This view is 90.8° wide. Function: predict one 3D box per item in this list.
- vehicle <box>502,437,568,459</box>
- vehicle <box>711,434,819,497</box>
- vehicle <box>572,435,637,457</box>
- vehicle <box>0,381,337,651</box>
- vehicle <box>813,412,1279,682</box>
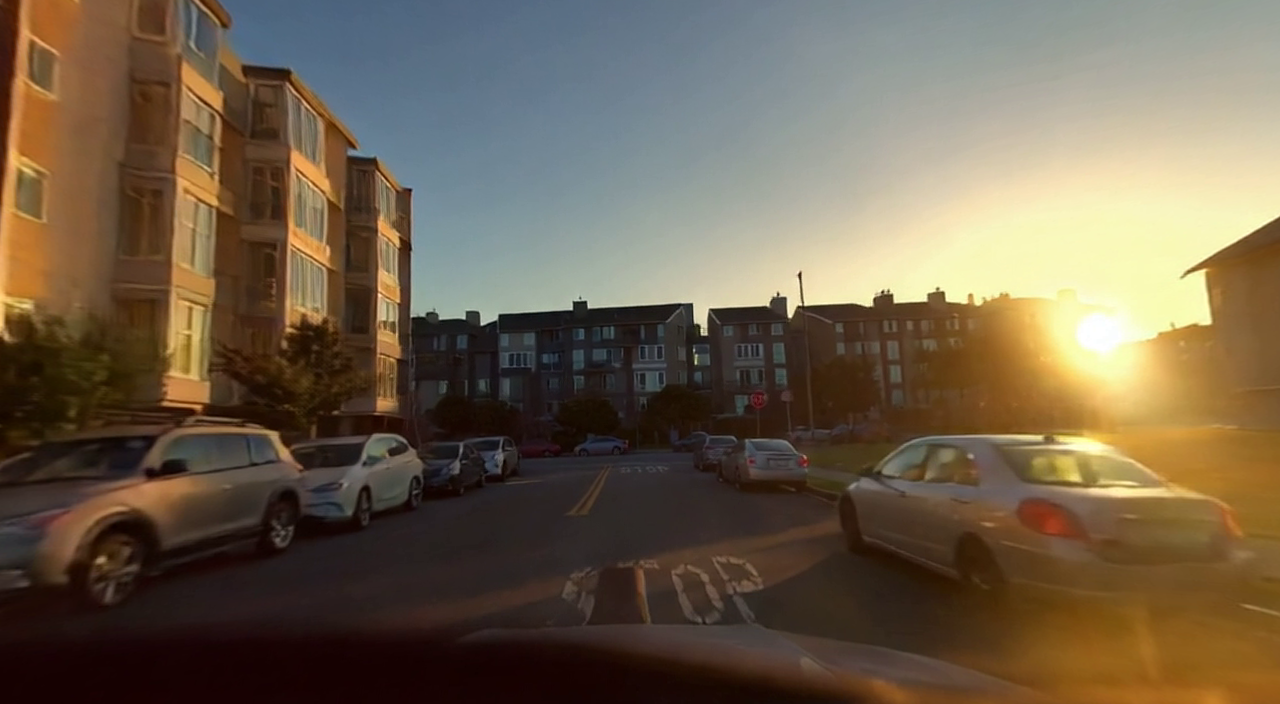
[{"bbox_3d":[-7.296,6.731,44.221,4.423,1.449,1.813,0,-8,-5],"label":"vehicle"},{"bbox_3d":[3.256,3.043,17.451,1.919,1.490,4.339,0,-8,-2],"label":"vehicle"},{"bbox_3d":[-2.477,6.636,44.509,4.489,1.470,1.776,0,-8,-3],"label":"vehicle"},{"bbox_3d":[-5.521,1.506,6.912,2.216,1.953,4.553,0,-8,-2],"label":"vehicle"},{"bbox_3d":[3.346,1.405,5.908,2.008,1.479,4.622,0,-8,-2],"label":"vehicle"}]
